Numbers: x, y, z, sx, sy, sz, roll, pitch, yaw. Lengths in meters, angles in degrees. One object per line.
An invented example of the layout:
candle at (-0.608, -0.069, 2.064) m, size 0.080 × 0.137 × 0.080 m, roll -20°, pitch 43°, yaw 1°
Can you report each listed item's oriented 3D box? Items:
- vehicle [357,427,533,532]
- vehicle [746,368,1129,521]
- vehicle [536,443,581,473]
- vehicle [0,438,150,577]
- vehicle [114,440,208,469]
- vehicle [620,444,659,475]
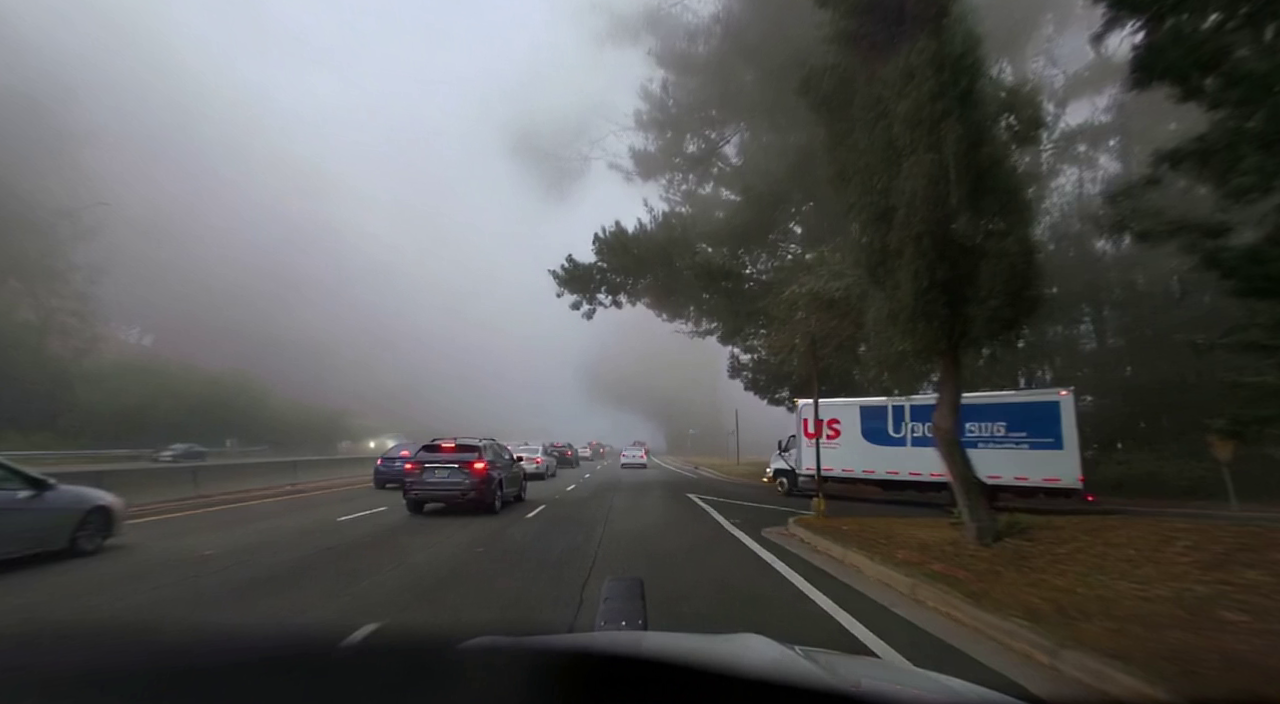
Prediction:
vehicle at (-3.535, 2.395, 12.460) m, size 2.007 × 1.664 × 4.431 m, roll 0°, pitch -8°, yaw 1°
vehicle at (7.416, 2.492, 17.136) m, size 3.138 × 3.120 × 8.670 m, roll 8°, pitch -12°, yaw -44°
vehicle at (-4.368, 5.686, 34.216) m, size 1.871 × 1.502 × 4.240 m, roll 0°, pitch -8°, yaw 0°
vehicle at (-7.830, 1.627, 6.440) m, size 1.922 × 1.473 × 4.640 m, roll 0°, pitch -8°, yaw 0°
vehicle at (-26.449, 5.667, 35.046) m, size 1.822 × 1.472 × 4.553 m, roll 0°, pitch -8°, yaw -3°
vehicle at (-0.064, 5.525, 32.636) m, size 1.875 × 1.453 × 3.888 m, roll 0°, pitch -8°, yaw -1°
